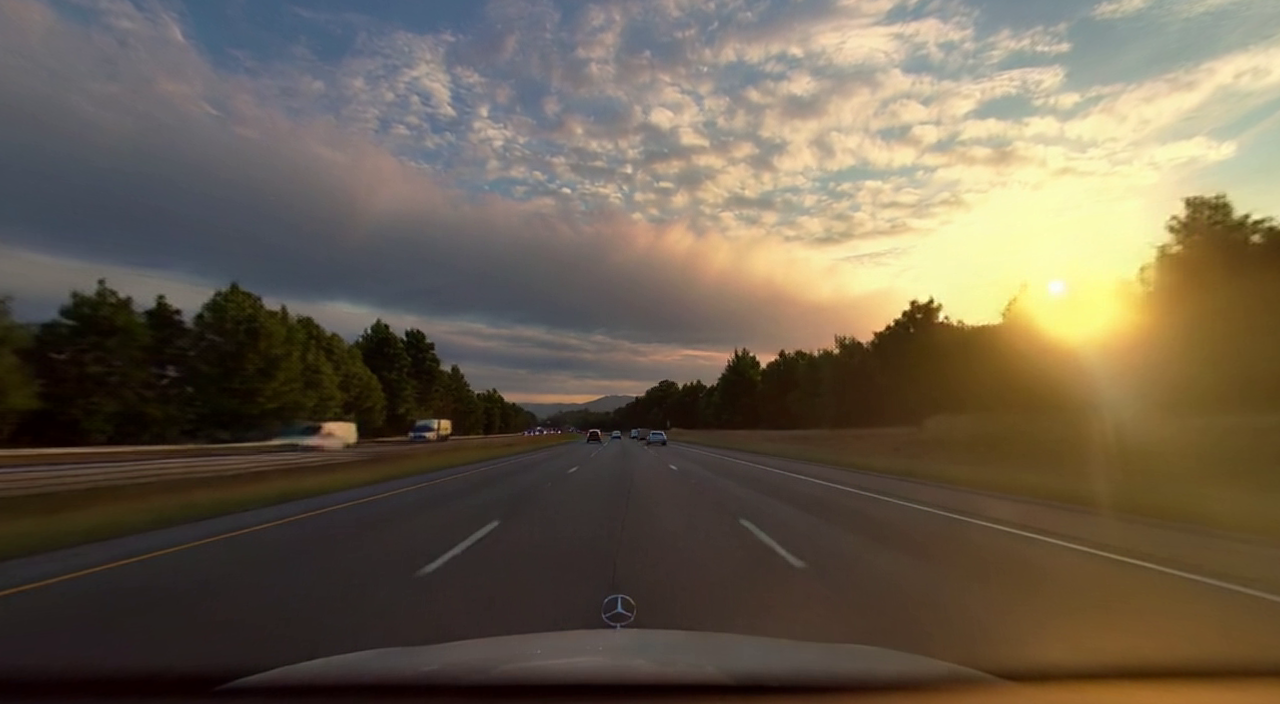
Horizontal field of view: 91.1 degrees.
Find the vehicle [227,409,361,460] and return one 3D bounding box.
[{"bbox_3d":[-13.318,3.257,24.736,2.190,1.752,5.545,0,-8,-1],"label":"vehicle"}]
